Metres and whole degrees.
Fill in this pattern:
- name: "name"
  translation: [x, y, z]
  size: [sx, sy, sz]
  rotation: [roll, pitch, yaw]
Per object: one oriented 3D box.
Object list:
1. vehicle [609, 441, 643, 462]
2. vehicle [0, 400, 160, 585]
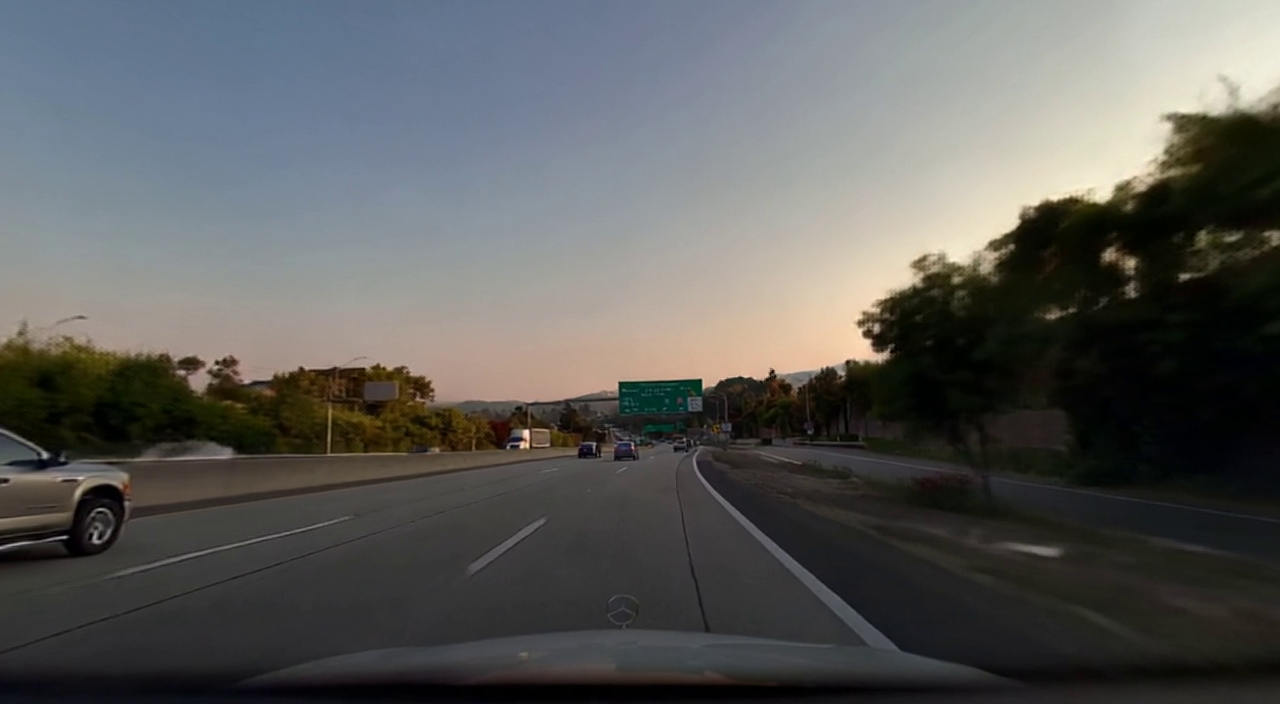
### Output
- name: "vehicle"
  translation: [-1.015, 7.557, 48.126]
  size: [2.112, 1.489, 4.266]
  rotation: [-1, -8, 5]
- name: "vehicle"
  translation: [-6.686, 1.157, 4.971]
  size: [1.923, 1.630, 4.857]
  rotation: [0, -8, 1]
